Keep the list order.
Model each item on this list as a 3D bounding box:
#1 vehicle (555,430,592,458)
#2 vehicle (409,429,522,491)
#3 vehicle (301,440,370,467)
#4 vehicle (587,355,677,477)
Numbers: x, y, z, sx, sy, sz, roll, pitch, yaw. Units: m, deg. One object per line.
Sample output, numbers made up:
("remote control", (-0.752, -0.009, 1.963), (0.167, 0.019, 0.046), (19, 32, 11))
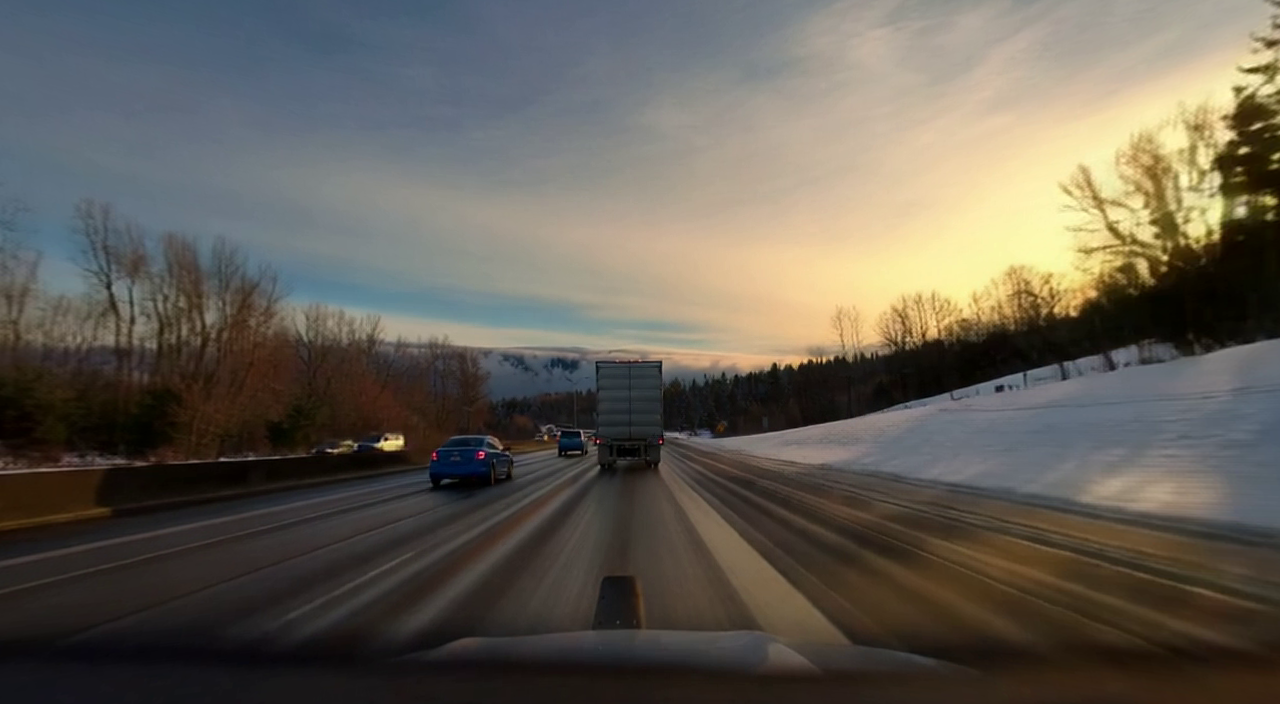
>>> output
("vehicle", (-4.556, 6.357, 43.774), (2.019, 1.834, 4.644), (0, -8, 0))
("vehicle", (-4.742, 2.972, 17.800), (1.931, 1.539, 4.441), (0, -8, 0))
("vehicle", (-18.140, 6.024, 37.658), (1.883, 1.499, 4.621), (0, -8, -1))
("vehicle", (-0.371, 2.763, 25.884), (2.953, 4.041, 10.072), (0, -8, -1))
